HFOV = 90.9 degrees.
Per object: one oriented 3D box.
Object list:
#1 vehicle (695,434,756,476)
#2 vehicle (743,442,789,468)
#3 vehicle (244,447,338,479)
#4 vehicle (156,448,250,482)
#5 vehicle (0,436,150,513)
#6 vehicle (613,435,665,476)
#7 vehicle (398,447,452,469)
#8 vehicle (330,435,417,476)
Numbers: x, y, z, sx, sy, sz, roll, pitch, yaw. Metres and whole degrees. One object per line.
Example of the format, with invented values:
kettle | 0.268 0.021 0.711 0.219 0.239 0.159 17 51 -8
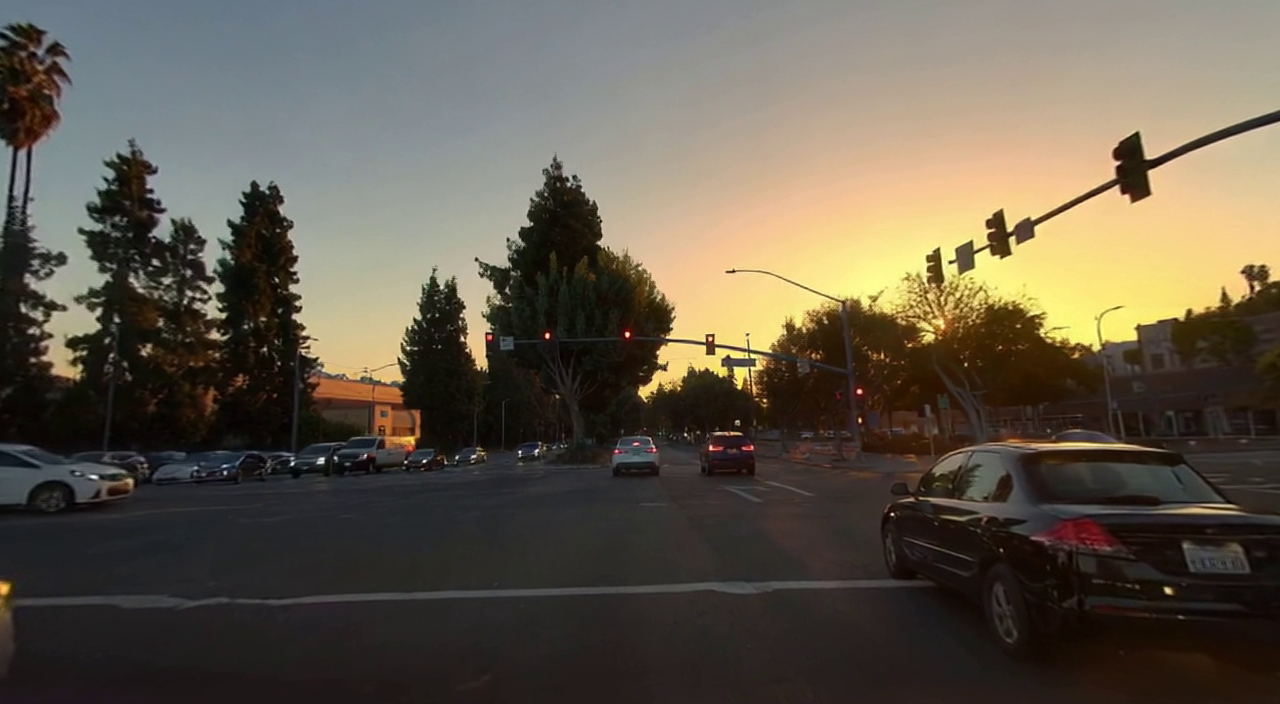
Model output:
vehicle | 3.729 4.581 28.217 2.097 1.707 4.461 0 -8 0
vehicle | 7.269 5.971 36.735 1.847 1.432 4.039 0 -8 -1
vehicle | -17.566 5.590 32.002 2.086 1.458 4.457 -1 -8 2
vehicle | -20.803 5.370 30.188 1.800 1.511 3.631 0 -8 1
vehicle | -14.340 2.753 14.390 4.556 1.639 2.052 4 -9 -28
vehicle | -0.052 4.715 28.956 2.215 1.749 3.976 0 -8 0
vehicle | -14.081 6.967 41.520 1.926 1.325 4.162 0 -8 2
vehicle | -14.014 5.467 33.604 2.196 1.961 5.359 0 -8 1
